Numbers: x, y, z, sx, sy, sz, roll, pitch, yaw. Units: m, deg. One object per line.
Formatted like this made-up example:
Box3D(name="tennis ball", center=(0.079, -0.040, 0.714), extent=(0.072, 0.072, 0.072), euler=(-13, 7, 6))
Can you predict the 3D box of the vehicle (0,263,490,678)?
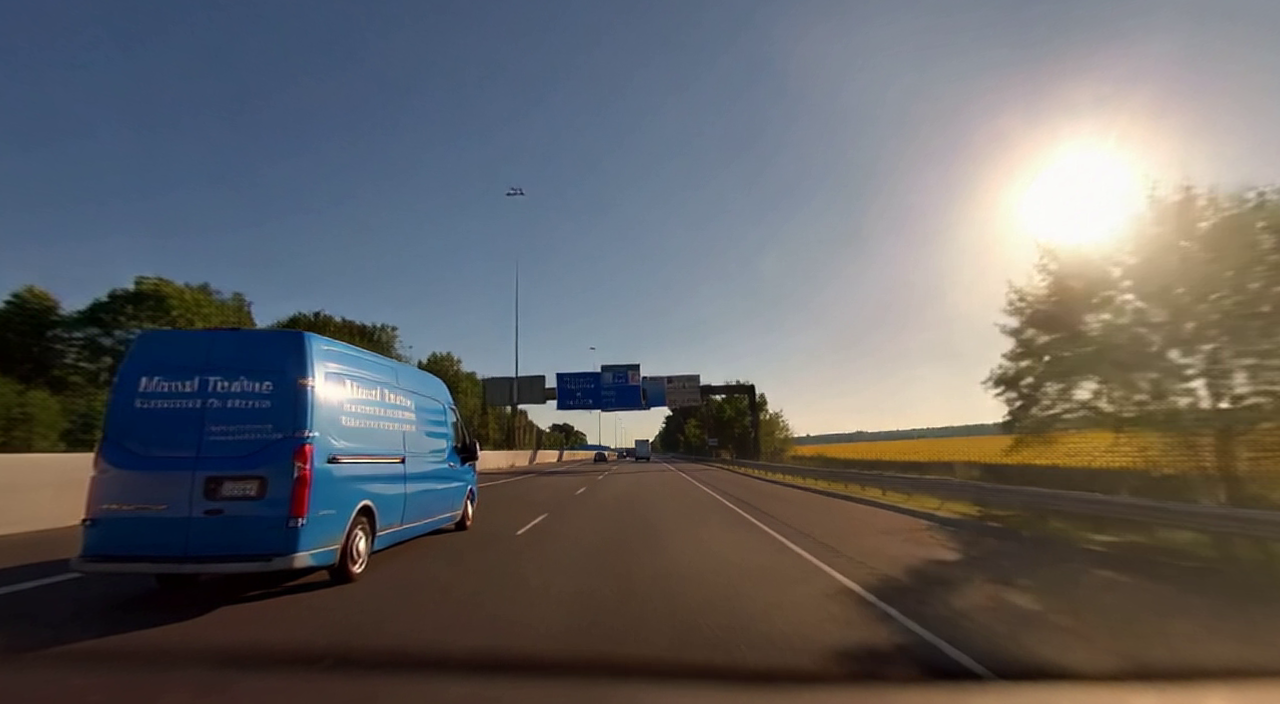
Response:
Box3D(name="vehicle", center=(-3.815, 1.230, 7.546), extent=(2.320, 2.636, 7.021), euler=(0, -9, 0))
